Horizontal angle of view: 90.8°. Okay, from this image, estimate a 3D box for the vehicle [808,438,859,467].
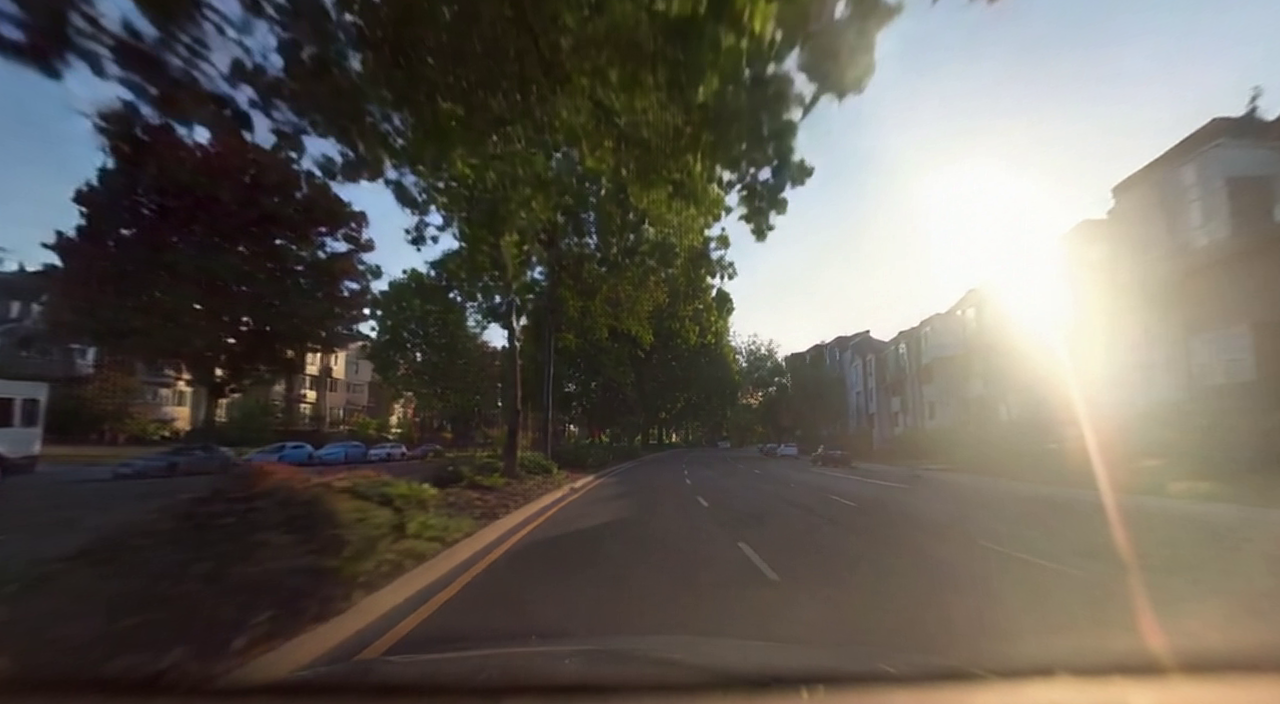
[{"bbox_3d":[11.767,6.128,38.694,1.992,1.615,4.460,0,-8,4],"label":"vehicle"}]

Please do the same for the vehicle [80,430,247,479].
[{"bbox_3d":[-18.651,4.057,25.211,2.076,1.703,5.595,0,-8,3],"label":"vehicle"}]

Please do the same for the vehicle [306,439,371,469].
[{"bbox_3d":[-18.044,6.085,38.014,1.686,1.671,4.477,-1,-8,0],"label":"vehicle"}]

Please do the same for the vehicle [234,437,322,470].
[{"bbox_3d":[-18.336,5.183,32.242,1.854,1.490,4.331,-2,-9,1],"label":"vehicle"}]

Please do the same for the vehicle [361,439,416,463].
[{"bbox_3d":[-17.519,6.972,44.247,1.795,1.445,4.629,-3,-10,2],"label":"vehicle"}]
